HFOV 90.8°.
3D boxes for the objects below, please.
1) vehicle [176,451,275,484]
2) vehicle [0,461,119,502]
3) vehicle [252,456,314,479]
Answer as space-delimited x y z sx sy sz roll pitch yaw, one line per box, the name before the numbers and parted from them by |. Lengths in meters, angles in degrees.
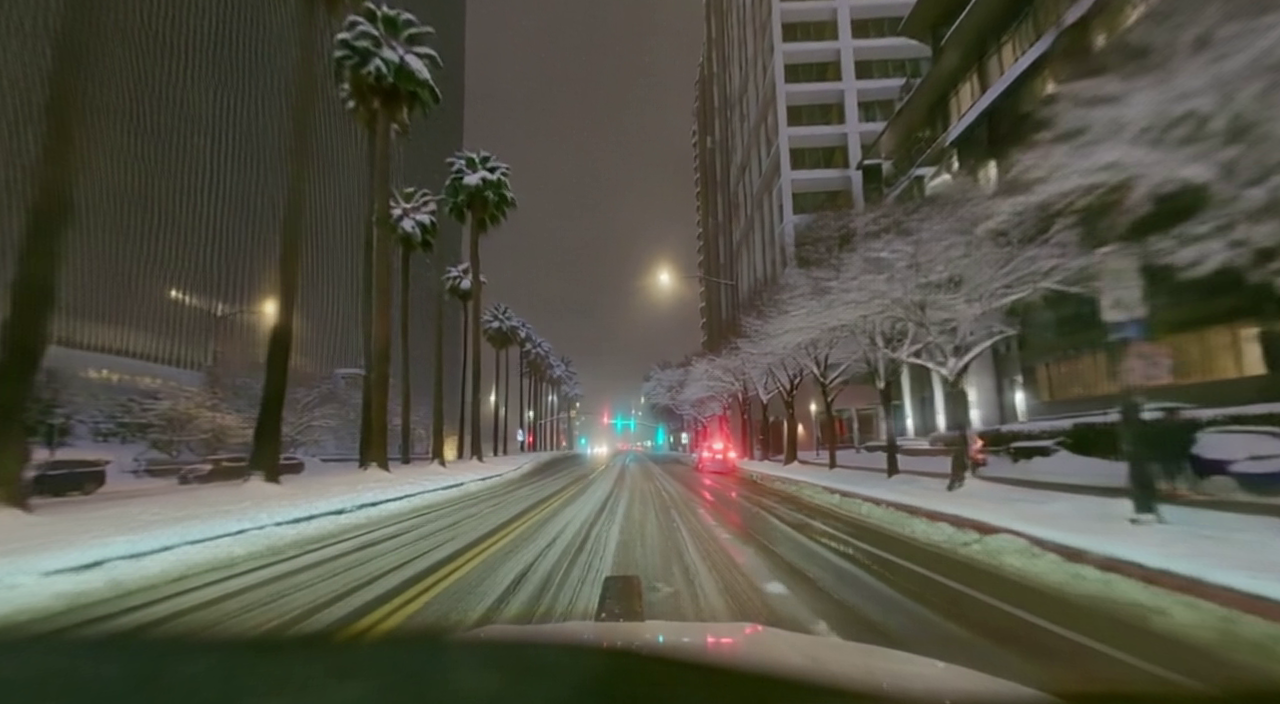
vehicle | -24.924 6.933 38.320 2.062 1.765 5.897 0 -9 -1
vehicle | -24.820 5.380 26.633 2.080 1.457 4.424 0 -9 -3
vehicle | -24.579 7.920 43.655 1.751 1.424 4.506 0 -8 -1
